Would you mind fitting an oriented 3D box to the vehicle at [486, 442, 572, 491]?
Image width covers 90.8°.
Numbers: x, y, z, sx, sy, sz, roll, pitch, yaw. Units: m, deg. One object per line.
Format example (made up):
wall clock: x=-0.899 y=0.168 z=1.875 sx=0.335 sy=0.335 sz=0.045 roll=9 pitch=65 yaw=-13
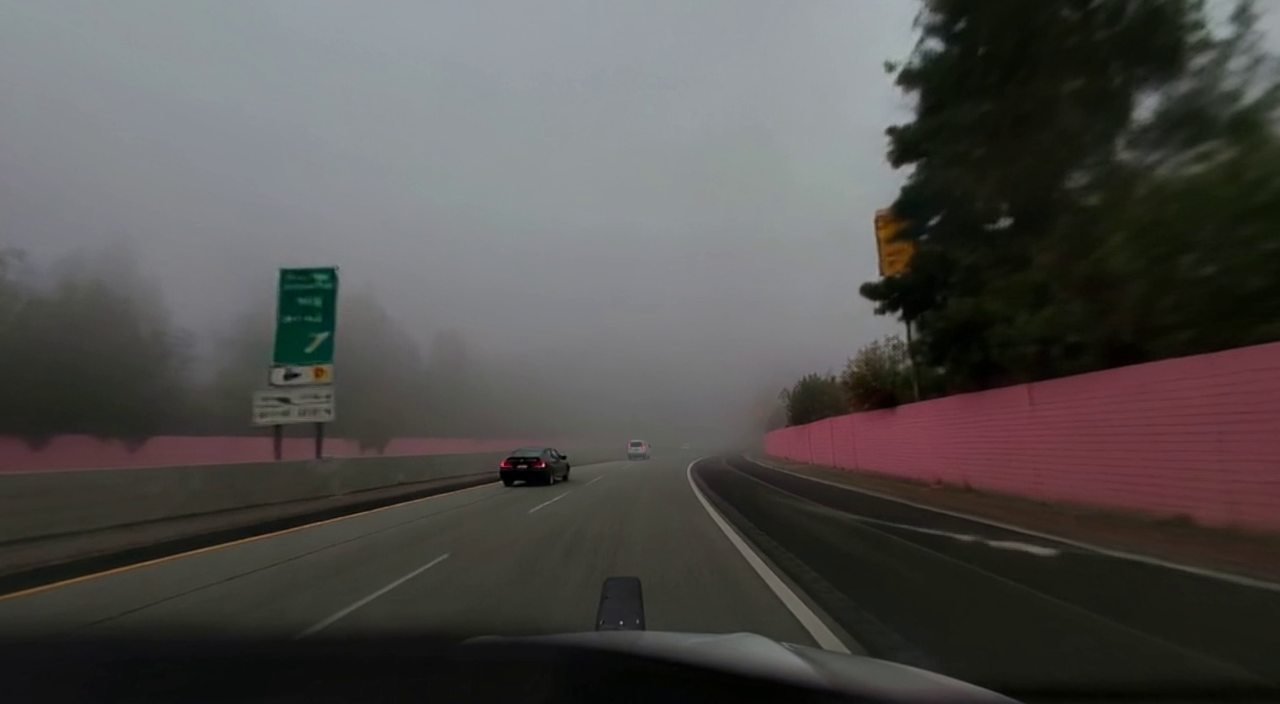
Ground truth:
vehicle: x=-3.480 y=3.675 z=20.577 sx=1.746 sy=1.405 sz=4.339 roll=-1 pitch=-9 yaw=4
